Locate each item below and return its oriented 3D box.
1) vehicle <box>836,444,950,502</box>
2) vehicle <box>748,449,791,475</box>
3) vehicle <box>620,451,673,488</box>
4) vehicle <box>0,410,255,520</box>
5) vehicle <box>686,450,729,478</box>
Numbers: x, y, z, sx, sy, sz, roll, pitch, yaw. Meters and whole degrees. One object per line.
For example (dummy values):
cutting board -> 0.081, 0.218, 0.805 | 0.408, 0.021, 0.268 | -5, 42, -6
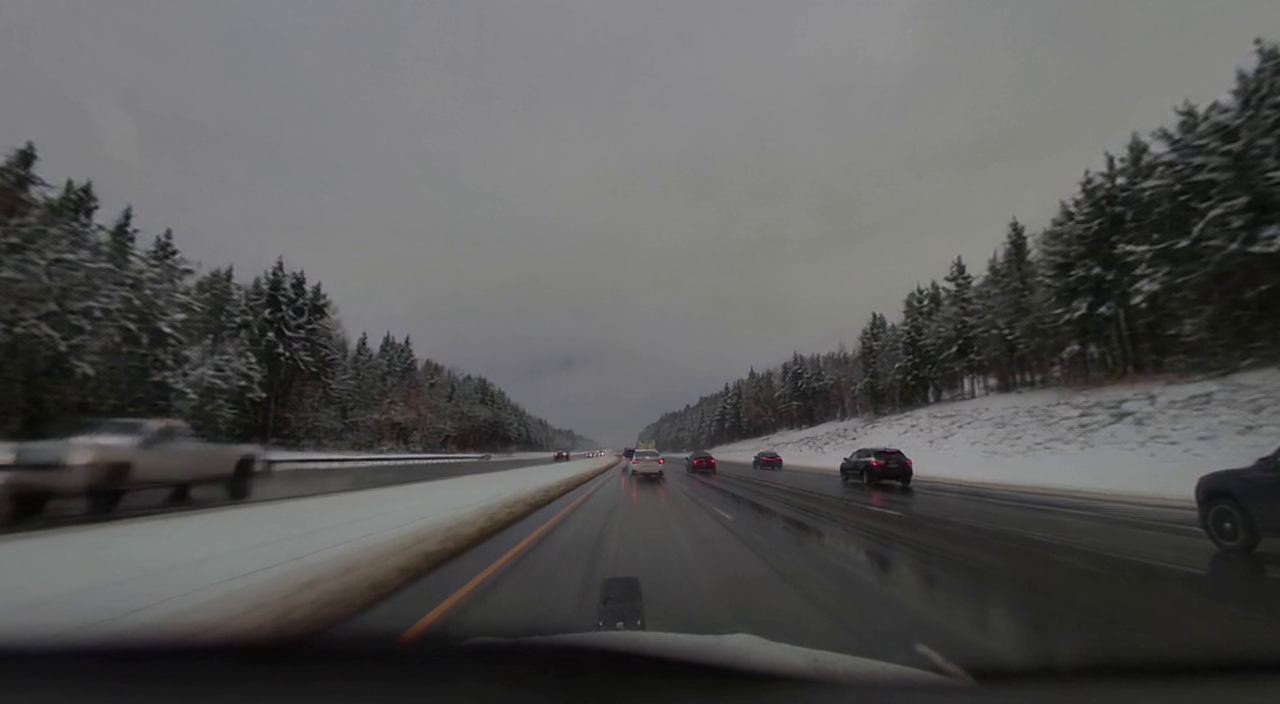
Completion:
vehicle -> 7.587, 3.640, 19.317 | 1.847, 1.554, 3.752 | 0, -9, -1
vehicle -> 8.484, 7.241, 41.525 | 1.957, 1.594, 3.632 | 0, -9, -2
vehicle -> 0.243, 4.855, 26.326 | 2.020, 1.426, 3.702 | 0, -9, 0
vehicle -> -9.310, 1.985, 11.367 | 2.015, 1.592, 4.220 | 0, -9, 0
vehicle -> 3.881, 6.533, 36.942 | 1.981, 1.518, 4.029 | 0, -9, -2
